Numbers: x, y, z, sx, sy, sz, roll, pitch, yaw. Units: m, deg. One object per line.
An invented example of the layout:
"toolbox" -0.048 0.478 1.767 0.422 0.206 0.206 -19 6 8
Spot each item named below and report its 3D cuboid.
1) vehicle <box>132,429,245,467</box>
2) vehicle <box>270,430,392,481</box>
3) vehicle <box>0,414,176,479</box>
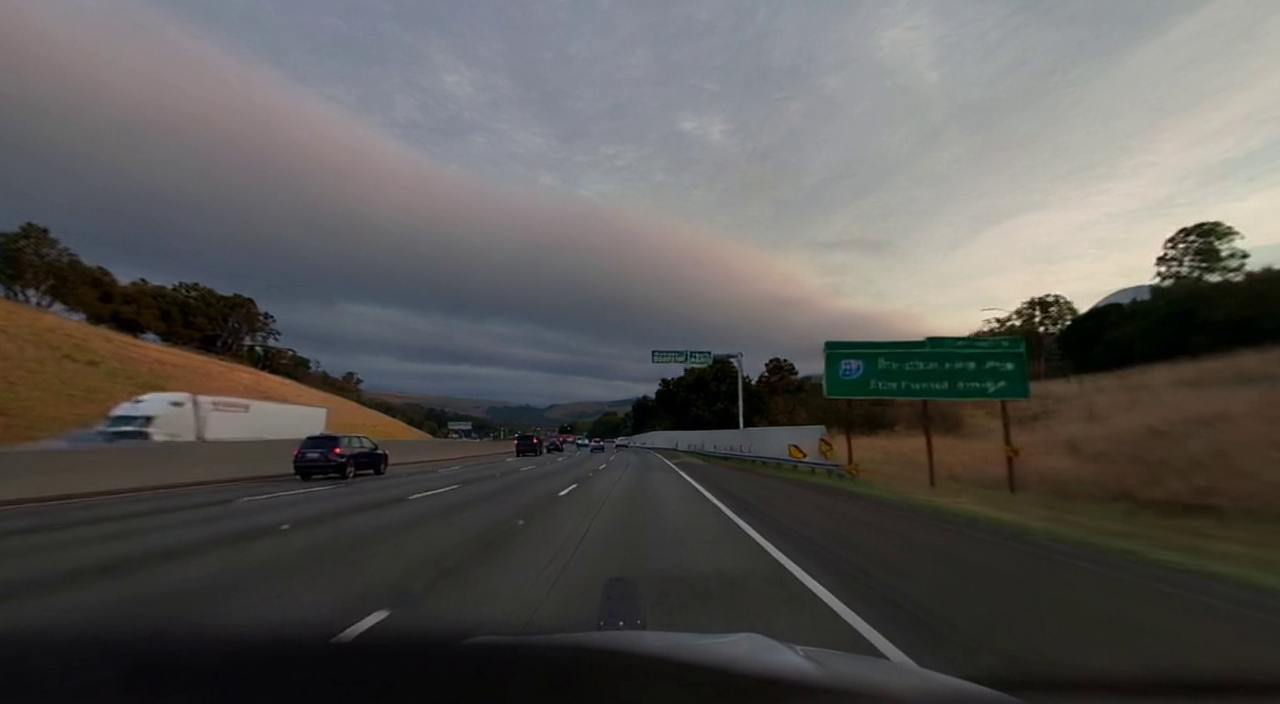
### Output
"vehicle" -21.708 4.665 30.489 2.006 1.682 4.664 0 -8 0
"vehicle" -10.901 3.696 22.581 2.001 1.625 4.528 0 -8 1
"vehicle" -18.298 3.057 20.375 2.179 1.790 5.517 0 -8 1
